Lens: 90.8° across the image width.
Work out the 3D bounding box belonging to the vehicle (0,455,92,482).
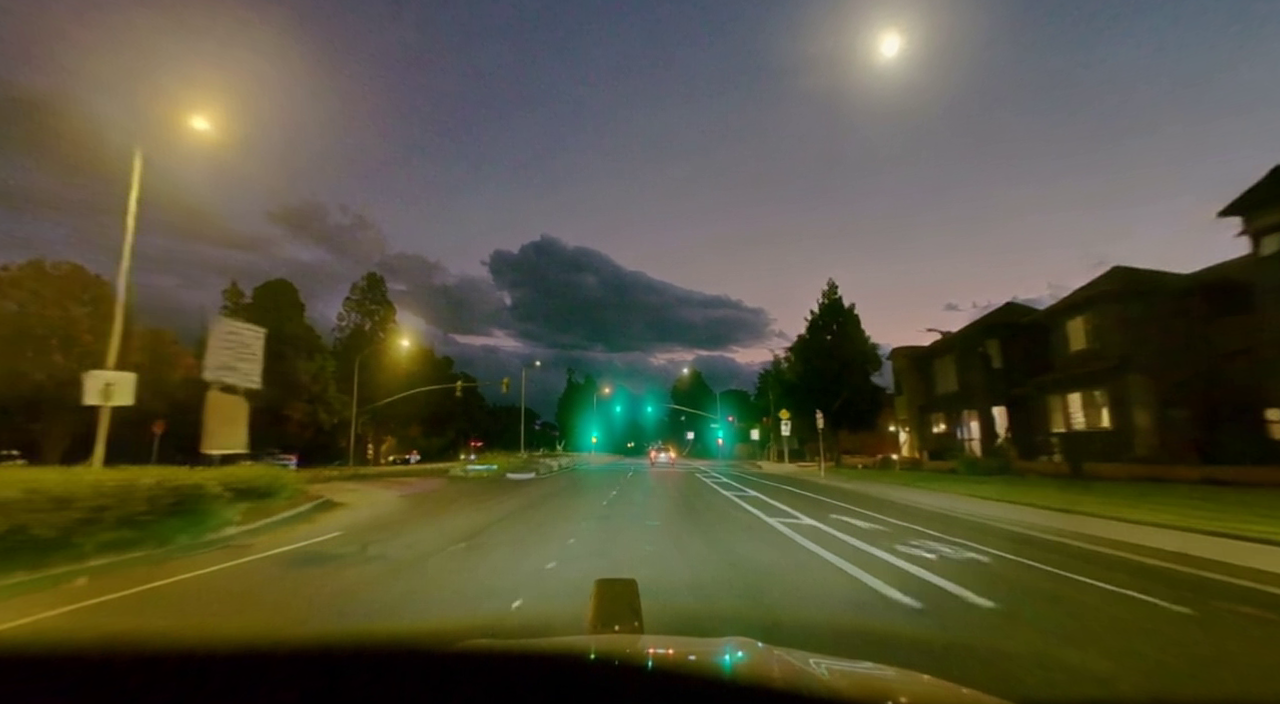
[{"bbox_3d":[-36.177,6.946,37.787,1.813,1.460,4.703,-3,-9,21],"label":"vehicle"}]

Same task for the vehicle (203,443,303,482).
[{"bbox_3d":[-18.895,5.393,31.134,1.963,1.782,4.520,0,-9,2],"label":"vehicle"}]

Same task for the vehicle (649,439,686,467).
[{"bbox_3d":[1.848,7.003,43.946,2.273,1.851,5.075,0,-9,0],"label":"vehicle"}]
